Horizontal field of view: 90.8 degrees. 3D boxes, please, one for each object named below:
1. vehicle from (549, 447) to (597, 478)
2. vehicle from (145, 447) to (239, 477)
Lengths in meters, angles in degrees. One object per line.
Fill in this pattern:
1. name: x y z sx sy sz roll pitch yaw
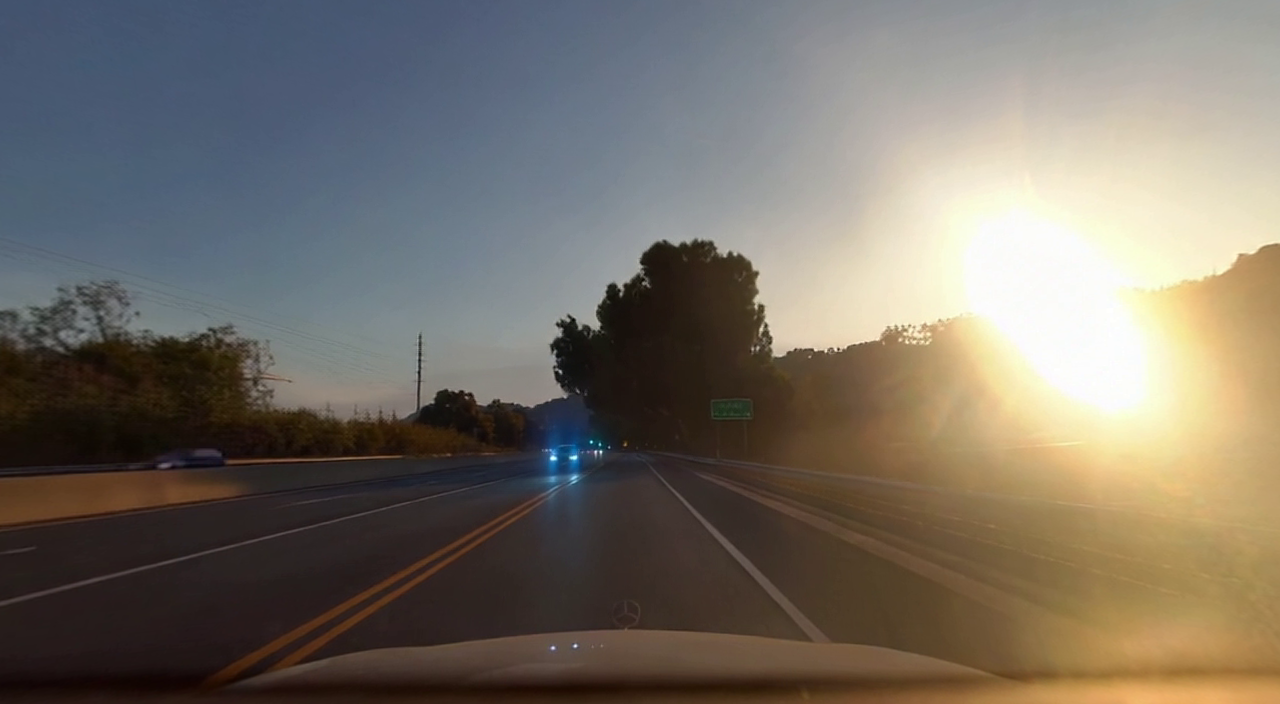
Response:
1. vehicle: -3.504 5.838 33.604 1.722 1.523 3.736 -1 -9 7
2. vehicle: -26.657 6.550 37.826 2.074 1.672 4.834 0 -9 0
